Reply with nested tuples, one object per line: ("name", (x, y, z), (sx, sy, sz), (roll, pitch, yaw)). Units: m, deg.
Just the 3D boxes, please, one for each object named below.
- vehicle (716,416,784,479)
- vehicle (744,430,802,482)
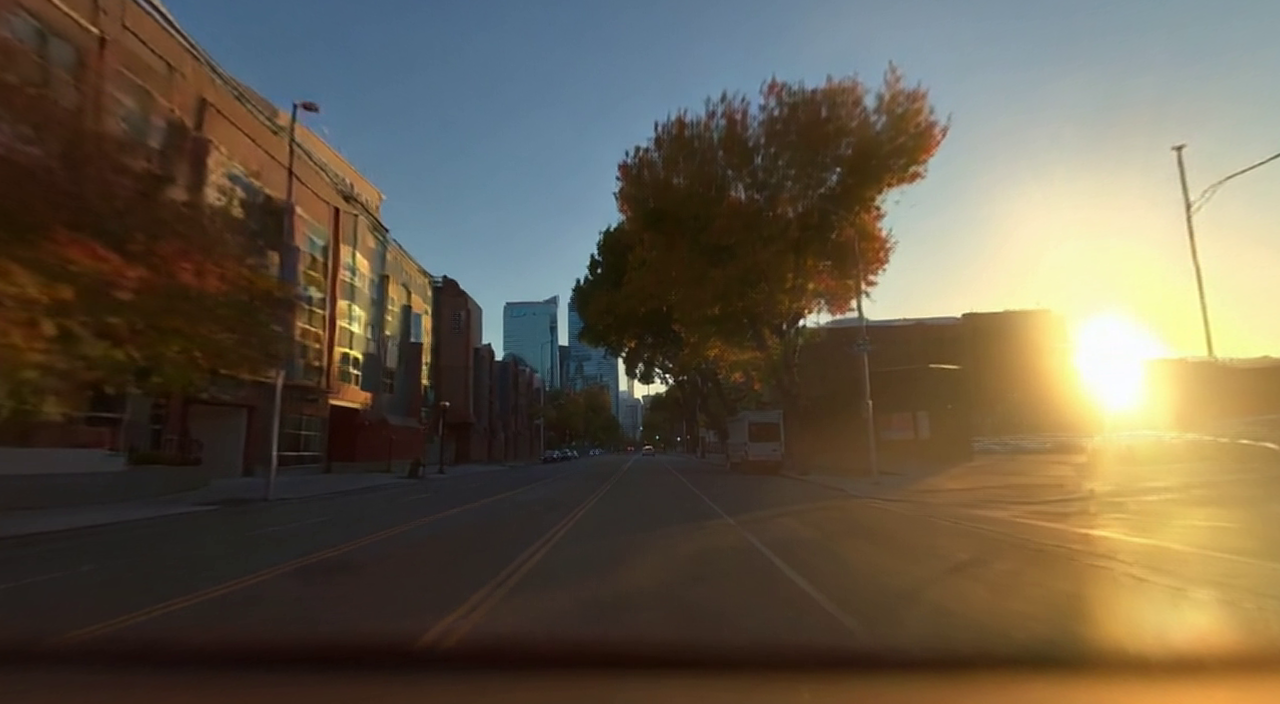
("vehicle", (6.193, 5.522, 36.392), (2.750, 3.269, 6.333), (0, -9, 0))
("vehicle", (6.631, 5.218, 31.647), (2.021, 2.433, 3.088), (0, -8, -4))
